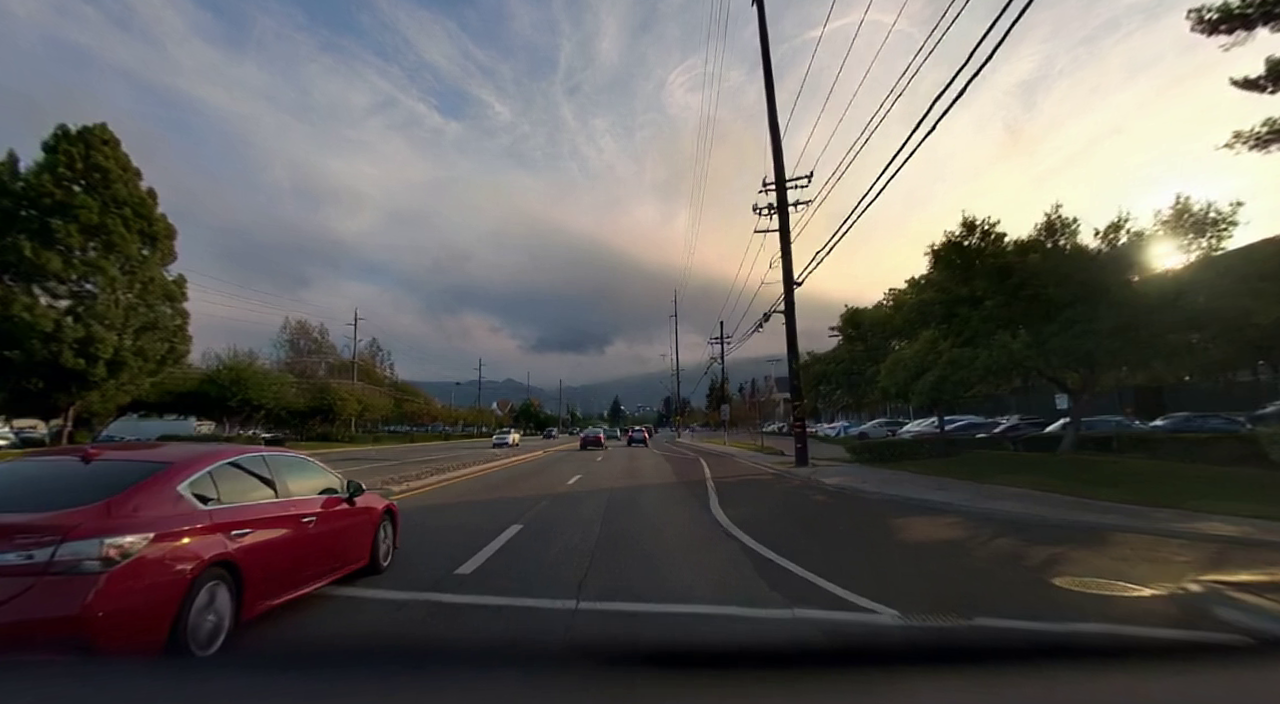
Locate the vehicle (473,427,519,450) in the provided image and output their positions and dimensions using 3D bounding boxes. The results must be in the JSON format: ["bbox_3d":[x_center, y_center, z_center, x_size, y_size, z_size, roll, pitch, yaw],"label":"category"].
[{"bbox_3d":[-9.138,5.570,40.472,1.971,1.415,4.317,0,-8,-1],"label":"vehicle"}]

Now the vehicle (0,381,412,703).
[{"bbox_3d":[-3.401,1.145,4.336,1.928,1.488,4.635,0,-8,0],"label":"vehicle"}]

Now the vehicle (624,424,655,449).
[{"bbox_3d":[-0.066,6.320,46.998,2.182,1.773,4.041,0,-8,-1],"label":"vehicle"}]

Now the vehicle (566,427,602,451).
[{"bbox_3d":[-3.657,5.758,41.808,2.021,1.486,3.623,0,-8,0],"label":"vehicle"}]
